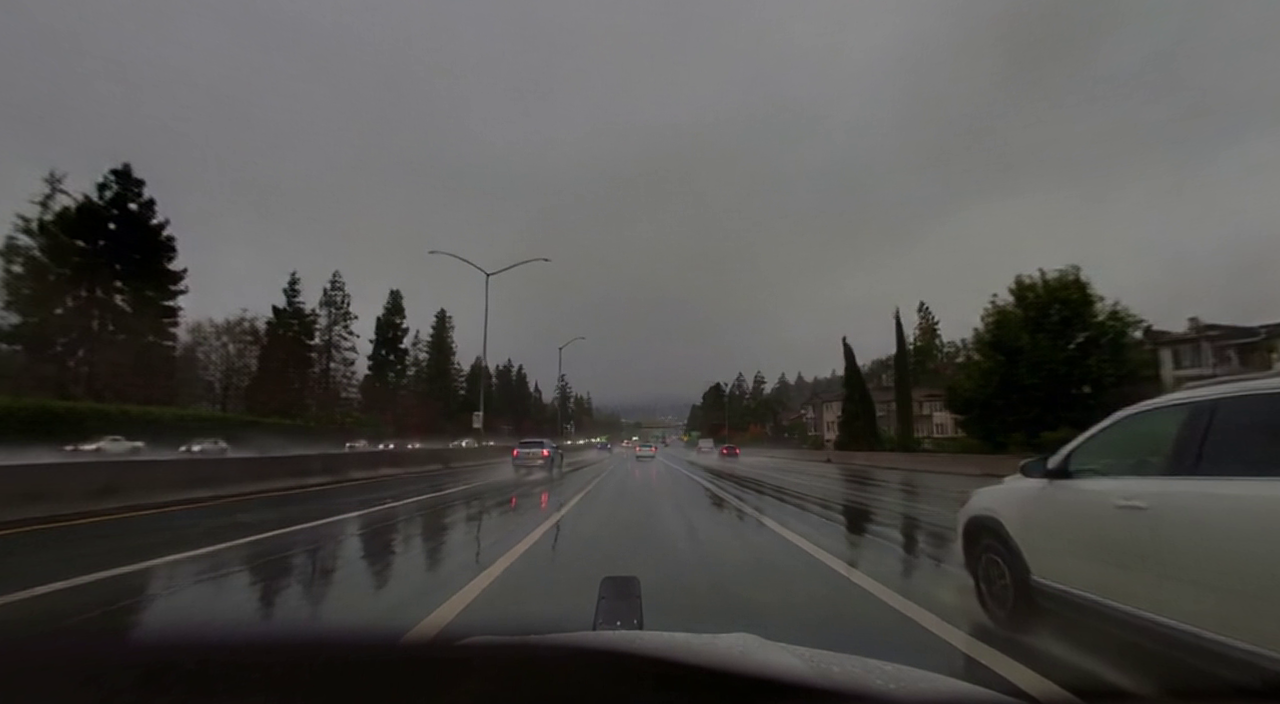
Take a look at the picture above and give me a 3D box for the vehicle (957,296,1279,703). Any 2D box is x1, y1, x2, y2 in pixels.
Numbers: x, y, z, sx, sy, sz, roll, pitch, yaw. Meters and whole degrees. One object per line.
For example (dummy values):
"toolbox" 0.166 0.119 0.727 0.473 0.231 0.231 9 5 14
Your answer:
"vehicle" 3.642 0.678 2.073 2.463 1.851 5.122 0 -8 -1

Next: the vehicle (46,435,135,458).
"vehicle" -41.979 7.256 48.553 2.019 1.695 5.538 0 -9 -1

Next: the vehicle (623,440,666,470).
"vehicle" 0.218 5.487 33.855 2.146 1.485 4.332 0 -9 0

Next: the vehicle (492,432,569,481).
"vehicle" -4.154 4.059 24.759 2.260 1.706 4.177 0 -8 0
